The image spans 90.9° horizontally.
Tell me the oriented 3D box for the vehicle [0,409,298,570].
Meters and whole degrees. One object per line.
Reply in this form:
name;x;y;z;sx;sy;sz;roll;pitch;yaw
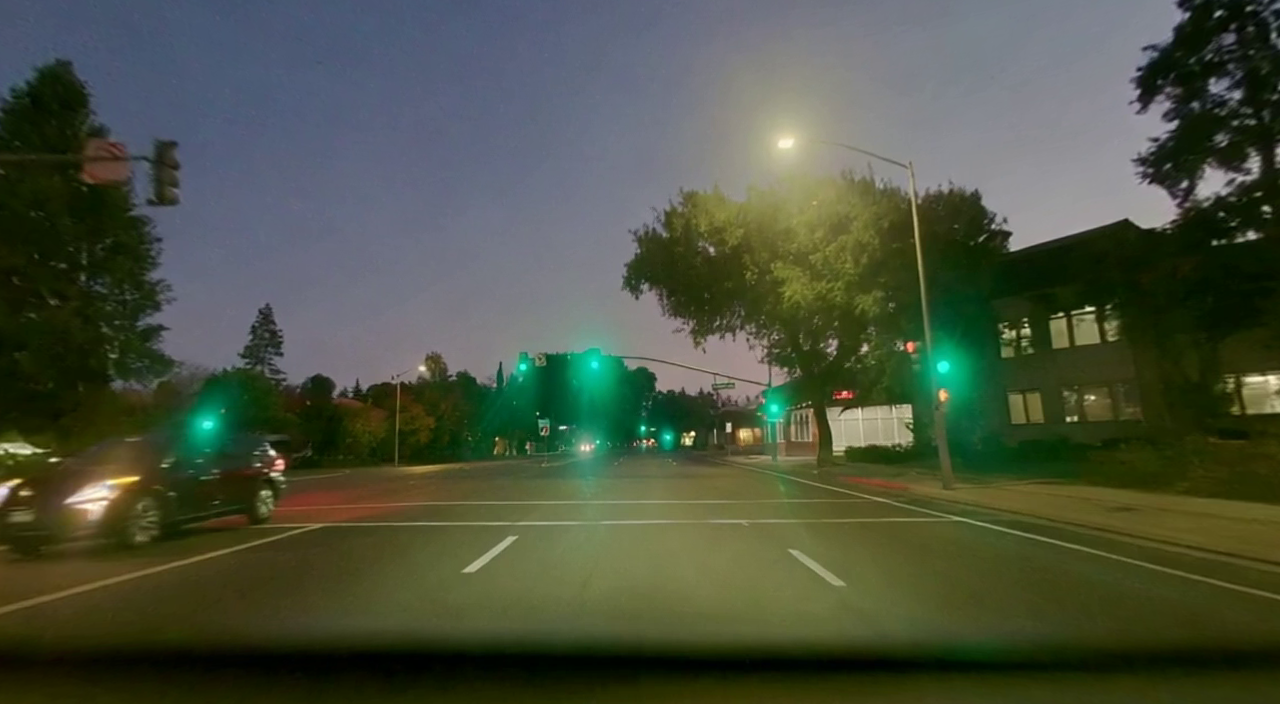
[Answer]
vehicle;-7.270;1.827;9.146;2.047;1.734;4.429;0;-8;1
